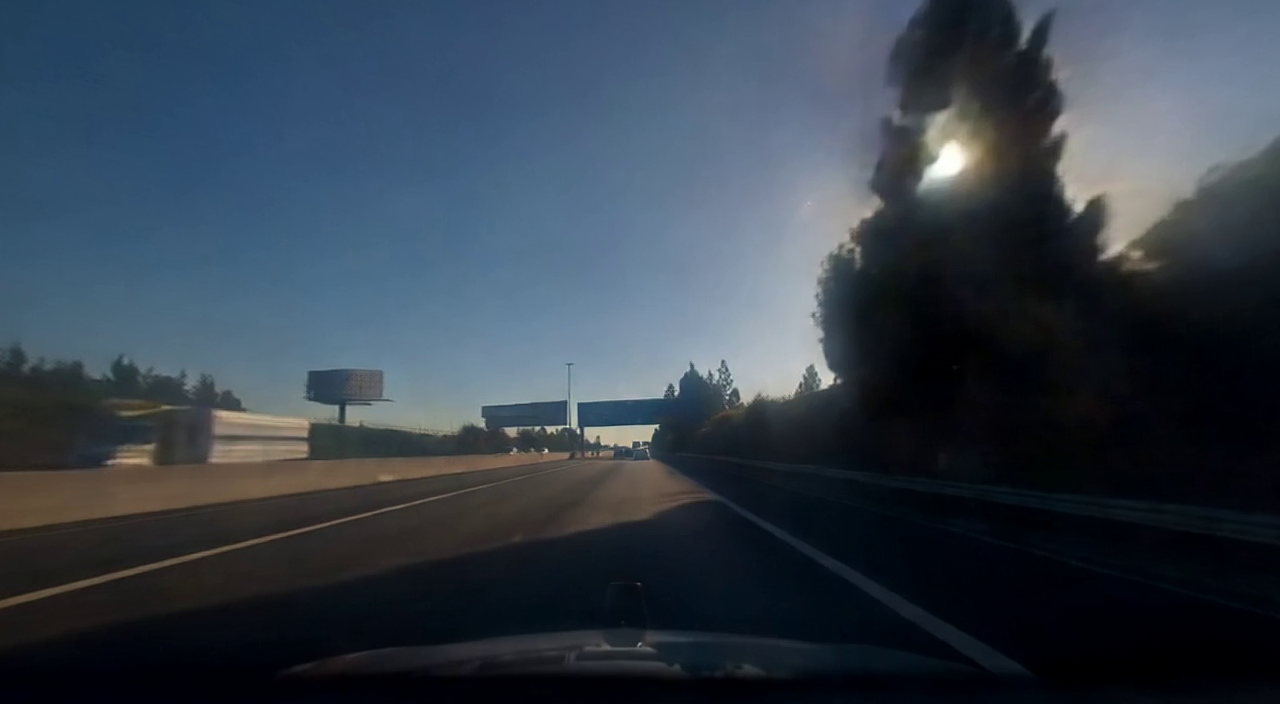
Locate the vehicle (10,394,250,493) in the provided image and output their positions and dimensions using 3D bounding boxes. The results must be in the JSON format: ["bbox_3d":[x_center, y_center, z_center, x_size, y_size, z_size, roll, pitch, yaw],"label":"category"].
[{"bbox_3d":[-23.956,4.534,30.908,3.017,3.983,10.478,0,-9,-1],"label":"vehicle"}]
